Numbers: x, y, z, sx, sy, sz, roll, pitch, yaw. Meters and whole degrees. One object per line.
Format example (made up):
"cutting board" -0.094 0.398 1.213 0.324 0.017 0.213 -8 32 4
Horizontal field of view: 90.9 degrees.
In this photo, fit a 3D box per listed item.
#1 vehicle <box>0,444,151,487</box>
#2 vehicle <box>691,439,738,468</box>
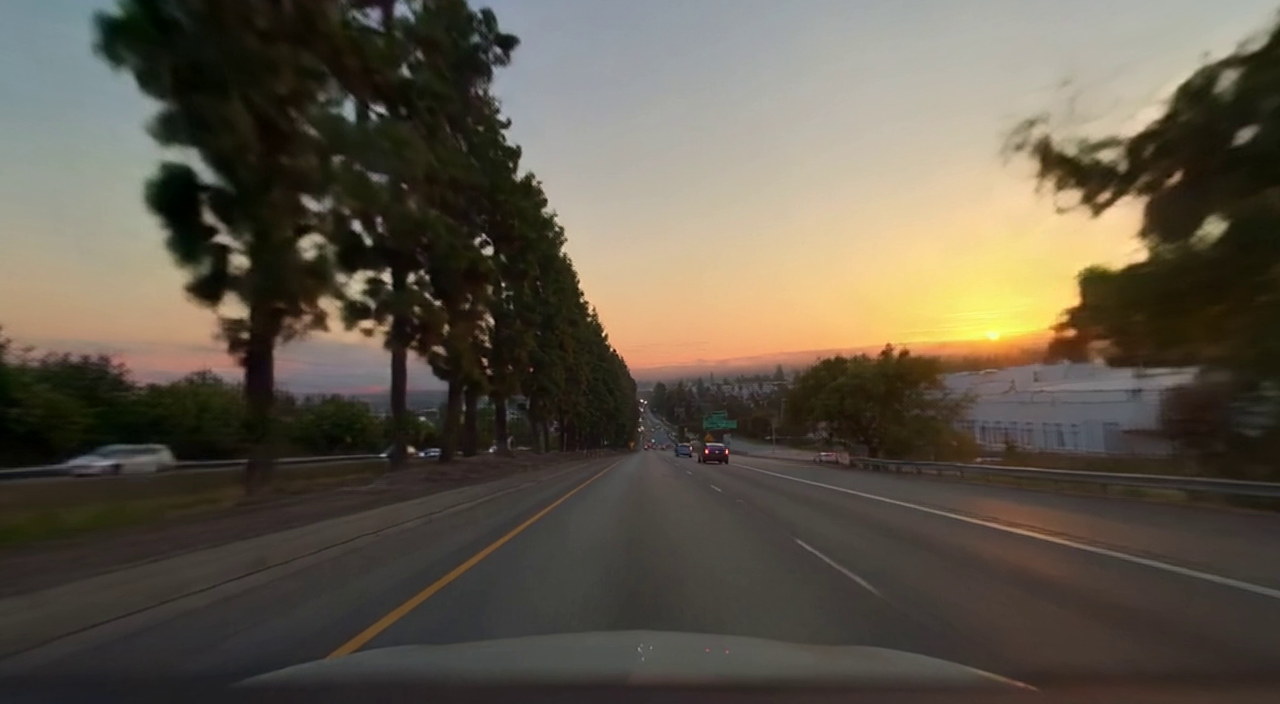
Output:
"vehicle" -28.135 5.618 31.773 2.185 1.939 5.801 0 -8 1
"vehicle" 4.104 5.617 35.193 2.062 1.518 4.026 0 -8 -1
